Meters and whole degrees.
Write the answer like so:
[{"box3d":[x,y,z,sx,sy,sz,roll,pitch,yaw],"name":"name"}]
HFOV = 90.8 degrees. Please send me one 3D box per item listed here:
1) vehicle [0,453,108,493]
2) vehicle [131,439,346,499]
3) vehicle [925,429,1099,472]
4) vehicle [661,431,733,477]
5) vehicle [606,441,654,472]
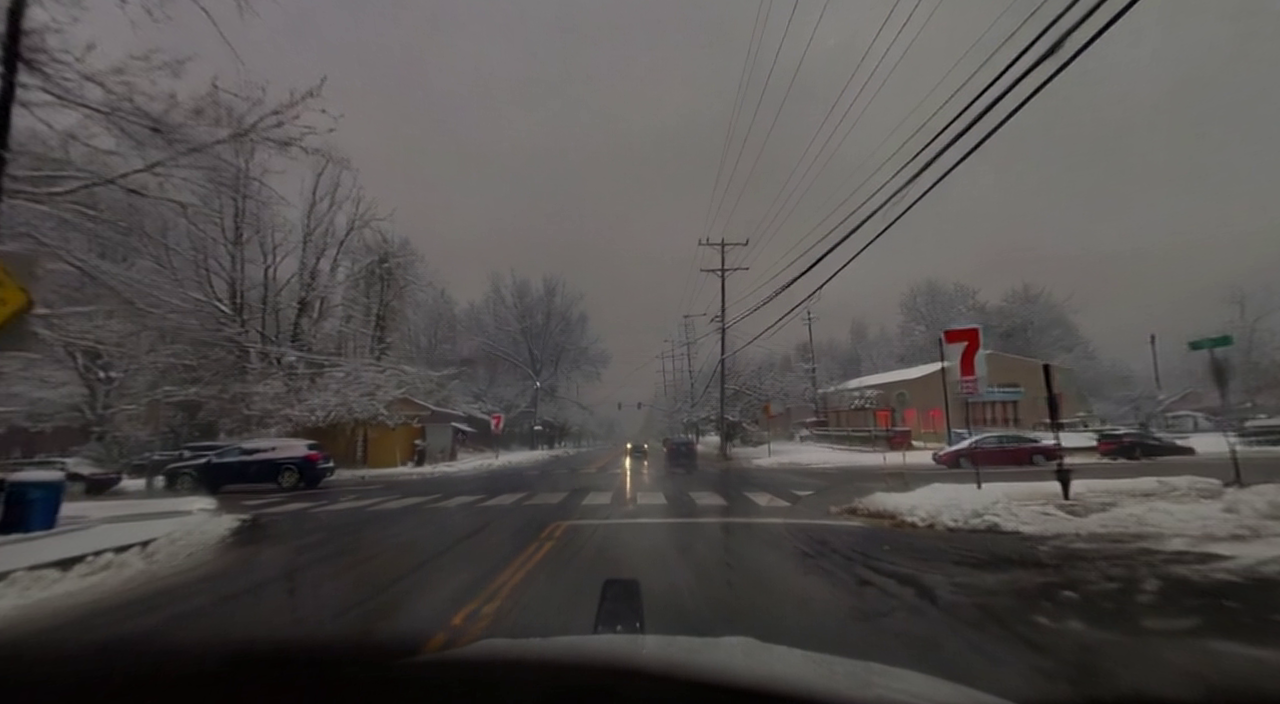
[{"box3d":[-29.241,5.924,31.225,2.085,1.763,4.658,1,-9,-6],"name":"vehicle"},{"box3d":[-13.826,4.052,22.147,5.866,1.904,2.197,1,-9,-6],"name":"vehicle"},{"box3d":[13.037,3.485,22.396,4.872,1.400,1.955,-1,-9,3],"name":"vehicle"},{"box3d":[2.455,4.643,28.993,2.553,1.868,5.536,0,-9,-2],"name":"vehicle"},{"box3d":[-0.569,5.200,31.575,1.874,1.427,3.976,1,-9,-8],"name":"vehicle"}]
